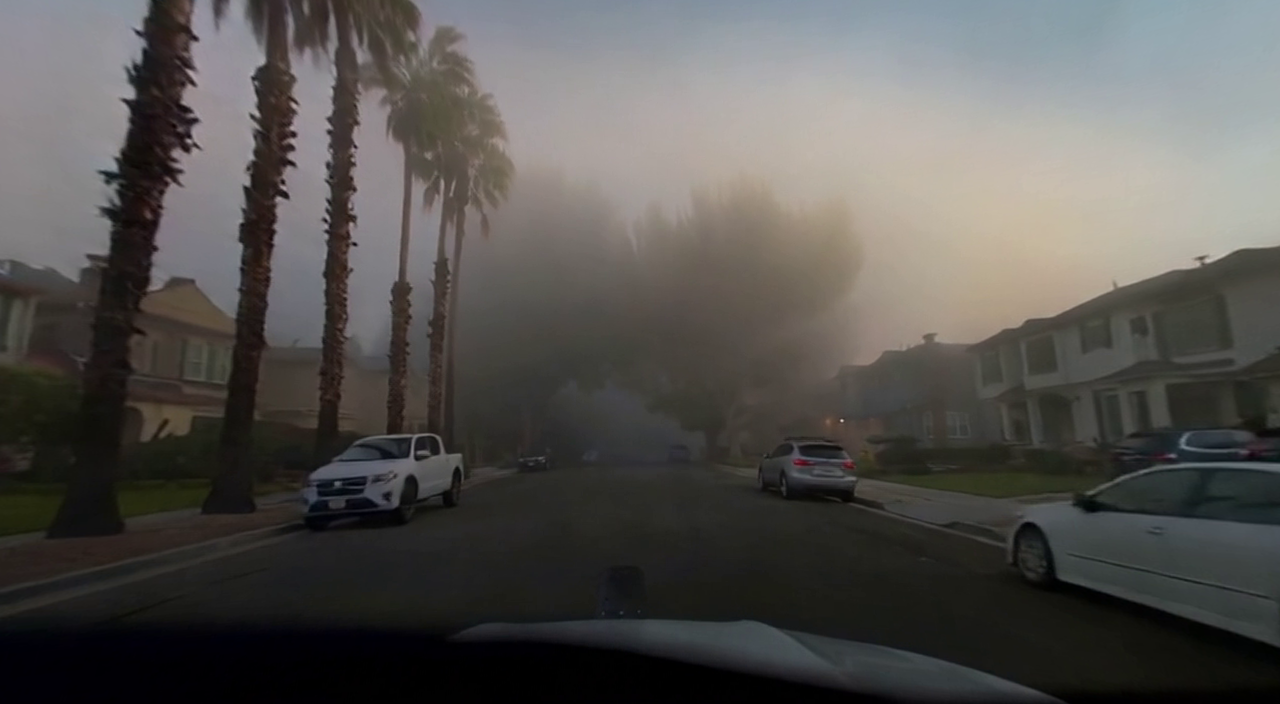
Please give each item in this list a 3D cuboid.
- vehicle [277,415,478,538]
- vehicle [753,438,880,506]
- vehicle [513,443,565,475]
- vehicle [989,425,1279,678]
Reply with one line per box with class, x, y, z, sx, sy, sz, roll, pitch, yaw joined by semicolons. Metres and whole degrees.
vehicle;-4.861;2.371;12.737;2.149;1.877;5.082;-1;-9;-4
vehicle;4.504;3.117;16.939;1.991;1.554;4.501;0;-9;-1
vehicle;-5.508;5.902;35.080;2.079;1.486;4.877;-3;-8;-1
vehicle;4.815;1.389;4.642;2.056;1.464;4.493;5;-9;1
